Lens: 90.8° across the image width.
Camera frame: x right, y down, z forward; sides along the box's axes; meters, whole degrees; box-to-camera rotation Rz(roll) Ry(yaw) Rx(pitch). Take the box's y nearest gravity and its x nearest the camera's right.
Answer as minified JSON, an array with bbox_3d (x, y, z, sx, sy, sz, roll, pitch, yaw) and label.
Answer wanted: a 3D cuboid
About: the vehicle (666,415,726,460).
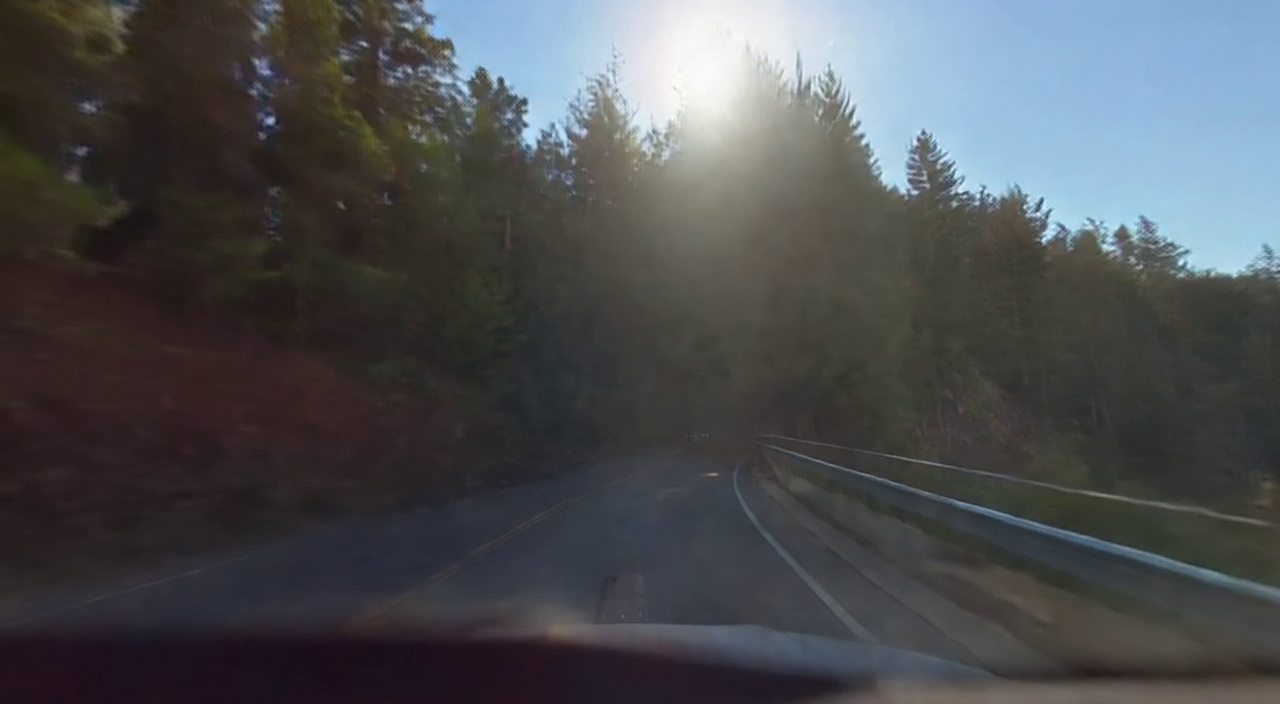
[{"bbox_3d":[2.922,4.329,31.854,2.469,1.953,5.605,-5,-9,9],"label":"vehicle"}]
